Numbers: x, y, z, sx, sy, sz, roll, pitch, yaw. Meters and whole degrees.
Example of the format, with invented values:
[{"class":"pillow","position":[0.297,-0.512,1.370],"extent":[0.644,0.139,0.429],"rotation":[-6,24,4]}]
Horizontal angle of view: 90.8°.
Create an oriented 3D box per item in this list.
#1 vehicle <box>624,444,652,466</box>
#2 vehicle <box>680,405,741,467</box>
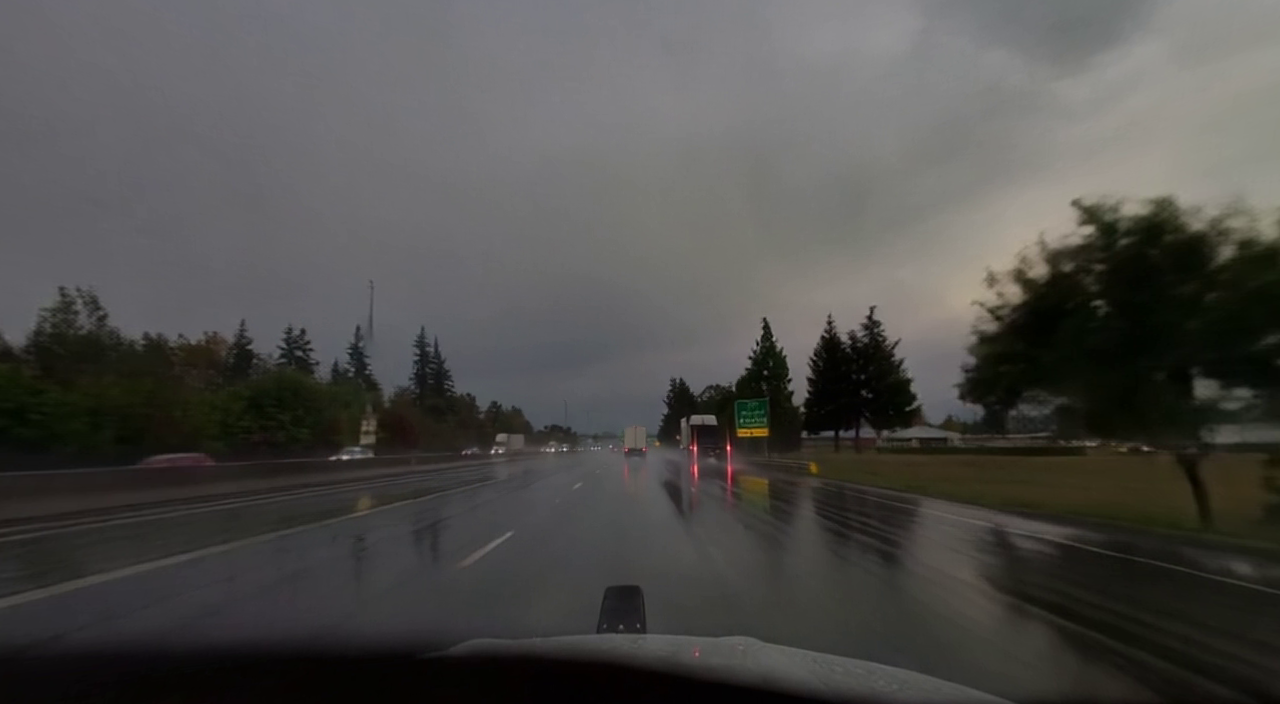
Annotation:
[{"class":"vehicle","position":[-0.151,7.543,46.325],"extent":[1.972,1.492,3.697],"rotation":[0,-9,0]},{"class":"vehicle","position":[5.138,6.666,49.257],"extent":[2.893,4.114,14.332],"rotation":[0,-9,-1]}]
